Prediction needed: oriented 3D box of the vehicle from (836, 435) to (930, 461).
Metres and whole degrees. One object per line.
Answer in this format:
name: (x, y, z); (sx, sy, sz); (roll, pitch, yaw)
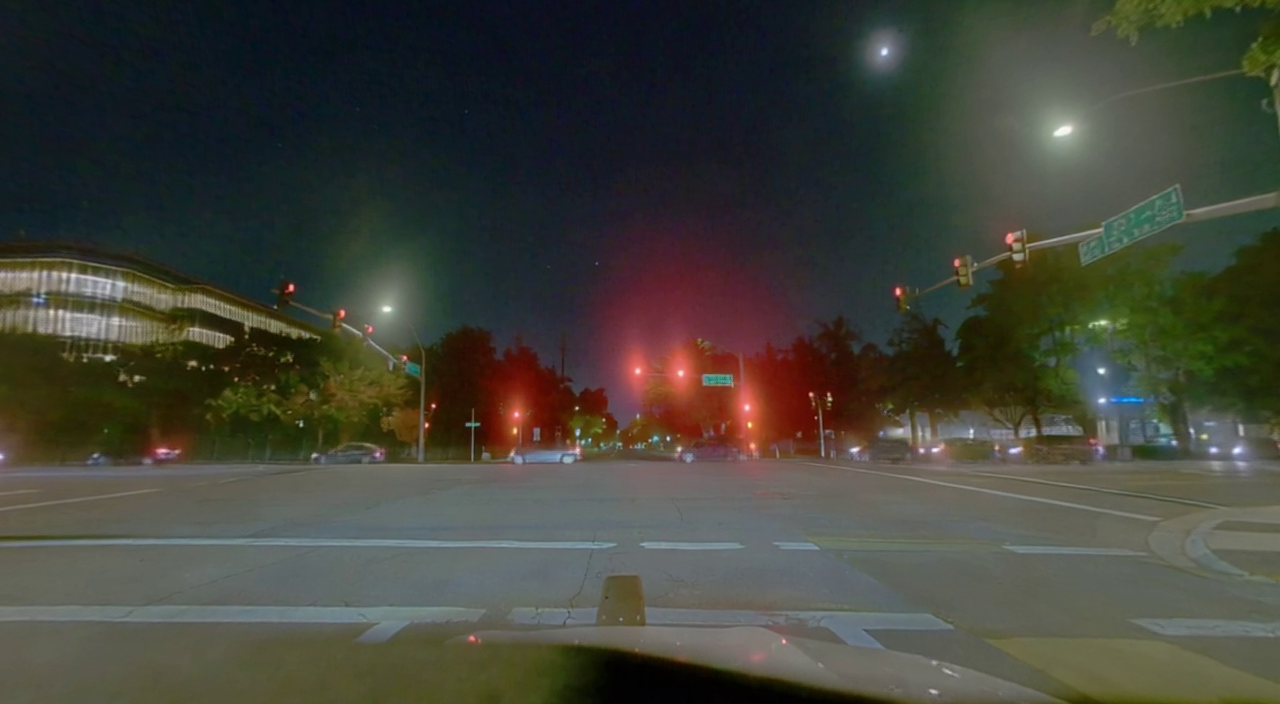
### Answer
vehicle: (14.188, 5.651, 37.080); (4.724, 1.452, 1.870); (0, -9, 1)

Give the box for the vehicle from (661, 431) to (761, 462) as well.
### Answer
vehicle: (4.420, 6.006, 40.086); (6.133, 1.833, 2.155); (-1, -9, 2)

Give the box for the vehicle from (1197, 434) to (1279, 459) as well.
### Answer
vehicle: (38.467, 6.021, 40.219); (4.100, 1.509, 1.853); (0, -9, 0)

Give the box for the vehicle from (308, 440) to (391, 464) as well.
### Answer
vehicle: (-18.548, 6.395, 40.453); (4.443, 1.472, 1.794); (0, -9, 0)

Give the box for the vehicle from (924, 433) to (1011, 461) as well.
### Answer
vehicle: (21.031, 6.110, 40.647); (4.488, 1.667, 1.869); (0, -9, 1)

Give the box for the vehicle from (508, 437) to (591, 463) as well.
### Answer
vehicle: (-5.210, 5.701, 36.798); (4.519, 1.476, 1.767); (0, -9, 0)

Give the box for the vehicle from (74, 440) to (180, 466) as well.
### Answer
vehicle: (-29.721, 5.860, 36.716); (4.631, 1.435, 1.715); (0, -9, 0)

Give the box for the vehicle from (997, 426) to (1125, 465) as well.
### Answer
vehicle: (20.298, 4.541, 30.653); (4.662, 1.764, 2.064); (-1, -9, 1)
